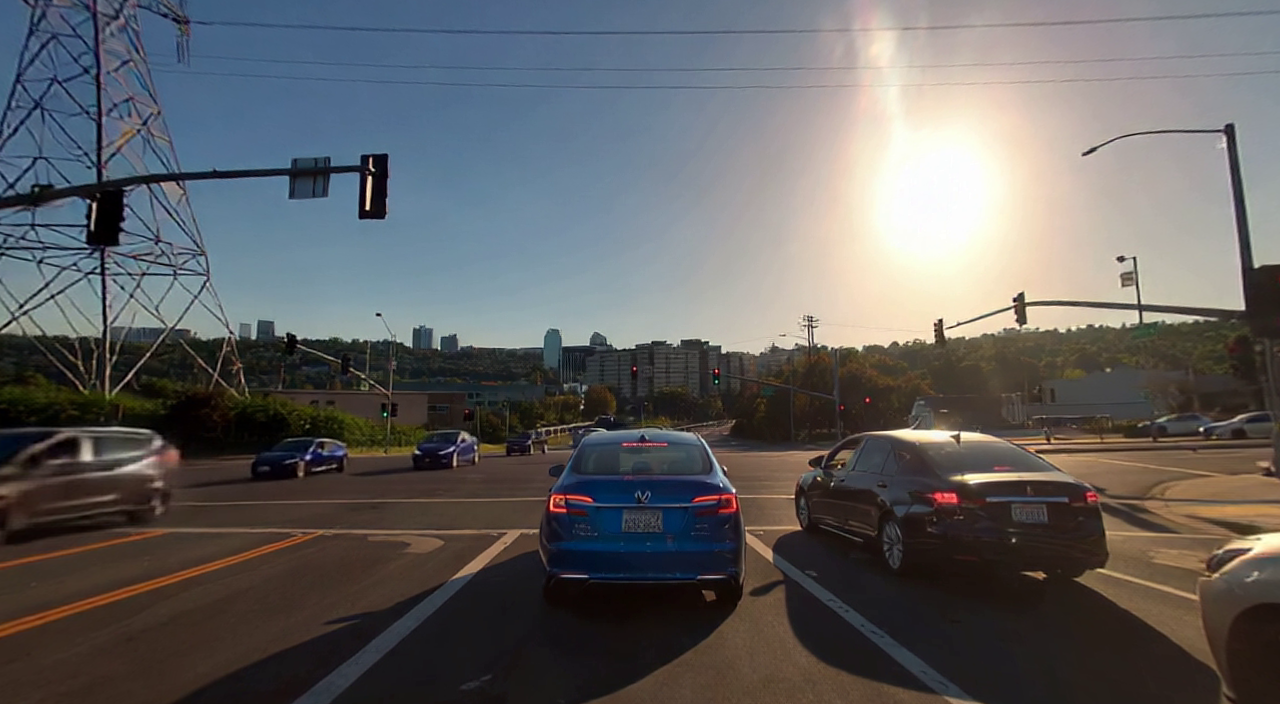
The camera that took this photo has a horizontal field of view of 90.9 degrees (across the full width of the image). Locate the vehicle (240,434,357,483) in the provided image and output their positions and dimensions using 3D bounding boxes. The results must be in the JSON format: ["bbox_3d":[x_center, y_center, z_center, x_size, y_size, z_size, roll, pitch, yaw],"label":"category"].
[{"bbox_3d":[-13.408,4.206,25.150,1.939,1.727,4.695,-1,-8,2],"label":"vehicle"}]

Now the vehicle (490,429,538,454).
[{"bbox_3d":[-9.192,6.611,46.425,2.239,1.719,4.948,-1,-8,4],"label":"vehicle"}]

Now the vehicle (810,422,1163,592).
[{"bbox_3d":[3.645,1.681,7.720,1.835,1.473,4.190,0,-8,-2],"label":"vehicle"}]

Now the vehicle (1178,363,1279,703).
[{"bbox_3d":[3.406,0.587,0.625,1.926,1.614,4.330,0,-8,1],"label":"vehicle"}]

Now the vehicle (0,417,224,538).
[{"bbox_3d":[-10.230,2.065,10.784,2.269,1.716,5.700,0,-8,1],"label":"vehicle"}]

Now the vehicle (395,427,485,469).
[{"bbox_3d":[-9.491,4.652,30.502,2.161,1.818,5.672,-1,-8,4],"label":"vehicle"}]

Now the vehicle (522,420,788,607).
[{"bbox_3d":[0.105,1.594,7.124,2.117,1.474,4.036,0,-8,0],"label":"vehicle"}]
